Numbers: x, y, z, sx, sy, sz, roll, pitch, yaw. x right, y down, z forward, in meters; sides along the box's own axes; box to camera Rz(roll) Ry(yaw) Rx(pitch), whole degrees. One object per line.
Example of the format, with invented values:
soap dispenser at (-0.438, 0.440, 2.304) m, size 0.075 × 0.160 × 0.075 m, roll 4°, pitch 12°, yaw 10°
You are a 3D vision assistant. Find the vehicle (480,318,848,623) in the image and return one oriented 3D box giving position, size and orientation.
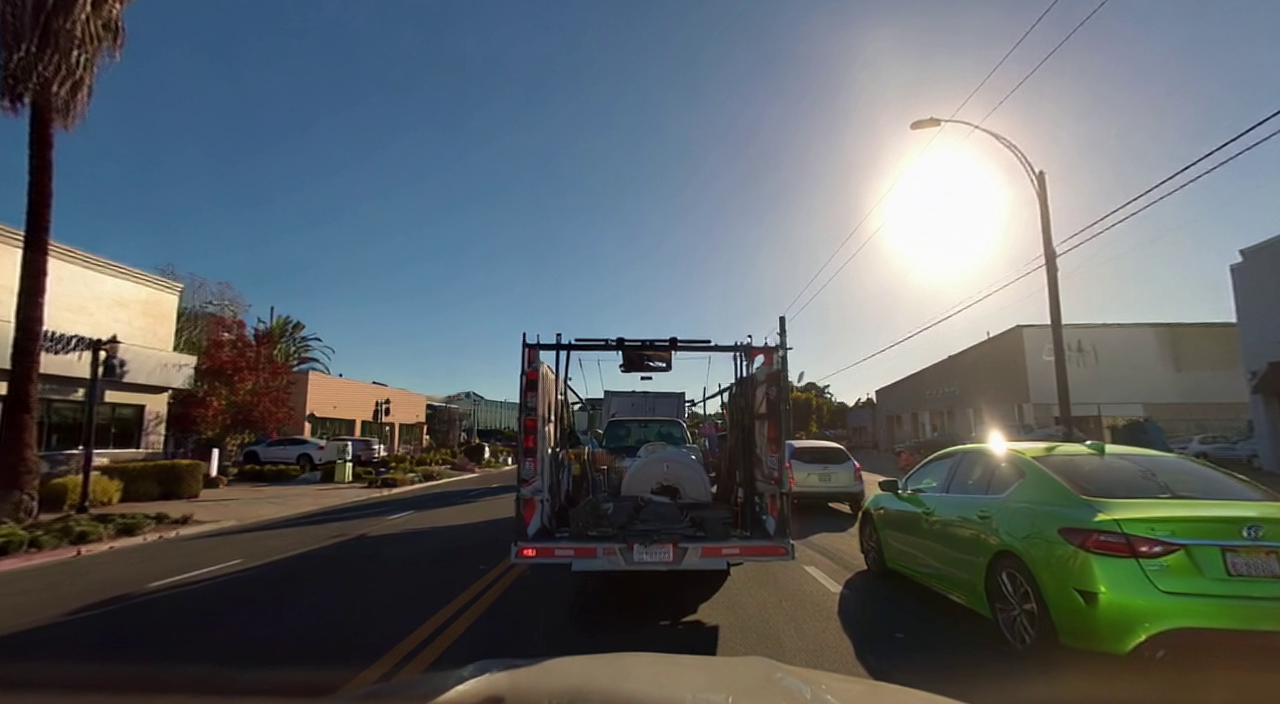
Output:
vehicle at (0.172, 1.345, 8.041) m, size 2.728 × 2.305 × 6.506 m, roll 0°, pitch -8°, yaw 0°

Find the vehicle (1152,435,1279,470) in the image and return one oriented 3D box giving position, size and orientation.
vehicle at (28.570, 4.985, 31.367) m, size 4.193 × 1.633 × 1.928 m, roll -4°, pitch -9°, yaw 26°
